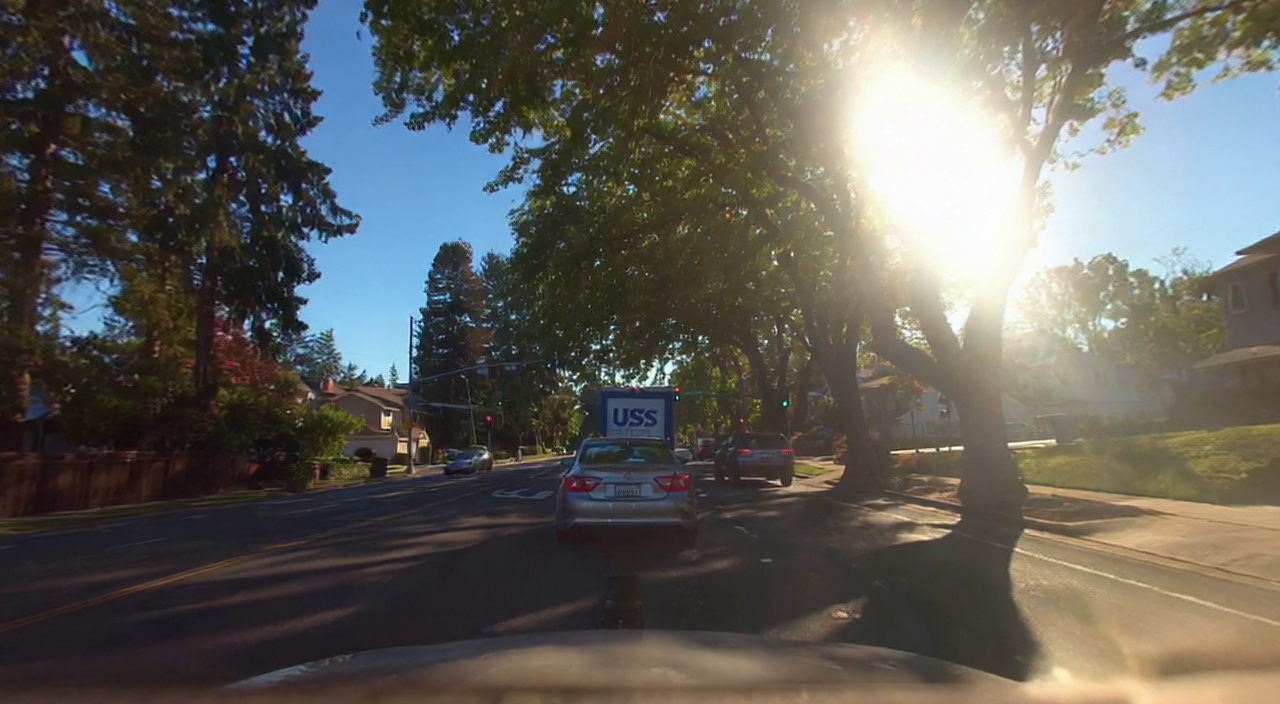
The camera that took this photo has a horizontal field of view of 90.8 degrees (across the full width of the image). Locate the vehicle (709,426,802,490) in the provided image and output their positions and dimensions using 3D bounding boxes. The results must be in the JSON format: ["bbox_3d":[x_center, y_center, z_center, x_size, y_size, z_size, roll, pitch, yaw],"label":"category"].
[{"bbox_3d":[3.617,3.438,20.774,2.145,1.847,4.524,0,-8,-1],"label":"vehicle"}]

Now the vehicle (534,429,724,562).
[{"bbox_3d":[-0.156,1.937,9.303,2.135,1.483,4.207,0,-8,-1],"label":"vehicle"}]

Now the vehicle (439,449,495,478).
[{"bbox_3d":[-9.755,6.313,36.003,1.950,1.467,4.270,0,-8,1],"label":"vehicle"}]
